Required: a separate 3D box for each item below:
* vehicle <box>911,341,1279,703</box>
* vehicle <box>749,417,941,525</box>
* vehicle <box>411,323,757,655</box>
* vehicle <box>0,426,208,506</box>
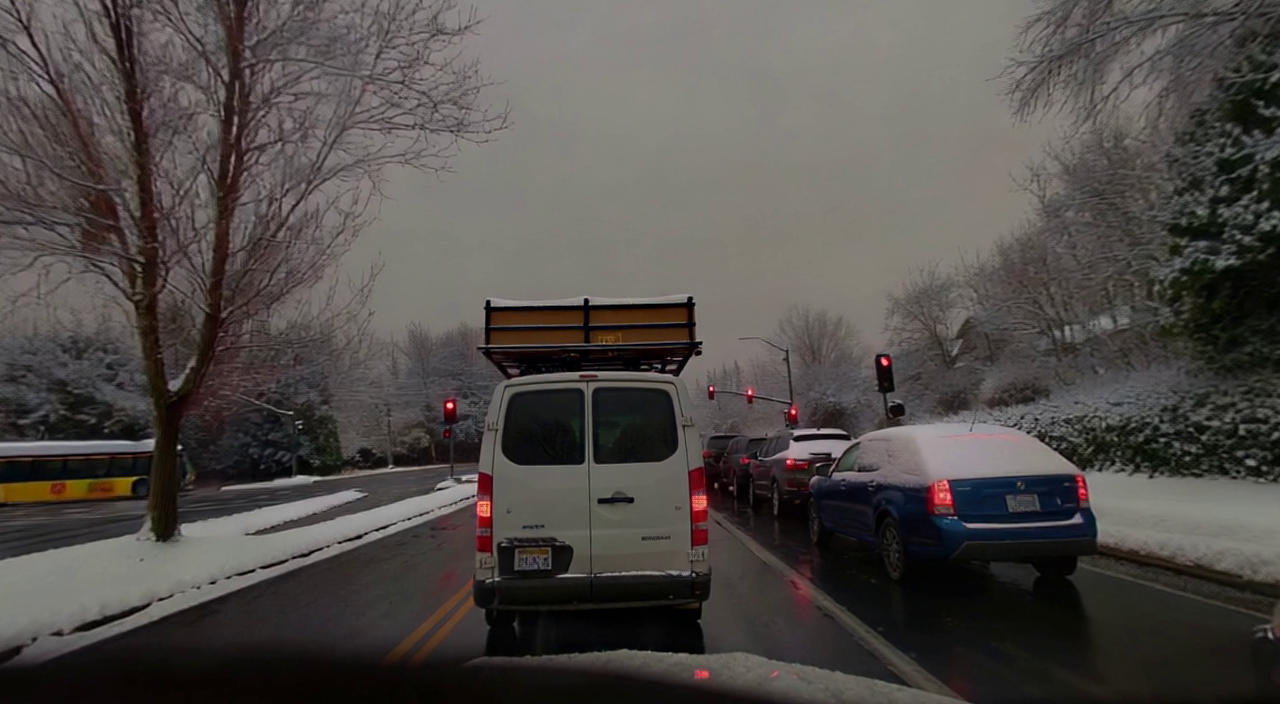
[{"bbox_3d":[3.451,0.941,3.401,1.965,1.671,4.146,0,-9,-3],"label":"vehicle"},{"bbox_3d":[3.655,2.213,12.267,2.024,1.692,4.252,1,-9,-4],"label":"vehicle"},{"bbox_3d":[-0.361,1.162,6.200,2.145,2.089,4.309,0,-9,0],"label":"vehicle"},{"bbox_3d":[-26.648,5.227,28.416,11.969,3.012,2.786,-3,-8,-5],"label":"vehicle"}]
